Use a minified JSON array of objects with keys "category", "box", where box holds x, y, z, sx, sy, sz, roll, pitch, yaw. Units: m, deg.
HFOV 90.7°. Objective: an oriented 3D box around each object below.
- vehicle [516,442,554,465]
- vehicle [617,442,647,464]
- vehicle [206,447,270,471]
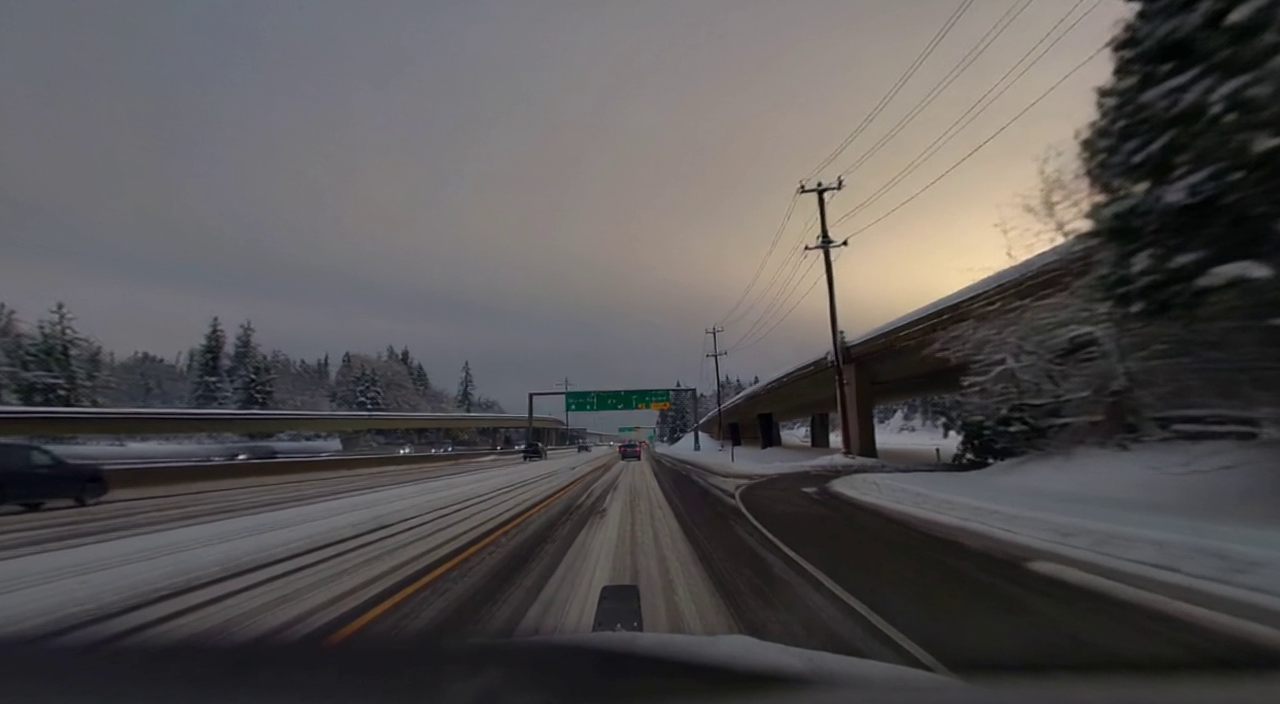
[{"category":"vehicle","box":[-7.449,7.239,45.300,1.994,1.487,4.605,0,-8,0]},{"category":"vehicle","box":[-0.648,7.435,46.692,2.086,1.472,4.168,0,-8,-2]},{"category":"vehicle","box":[-28.332,7.498,44.743,1.854,1.589,3.993,0,-8,0]}]
